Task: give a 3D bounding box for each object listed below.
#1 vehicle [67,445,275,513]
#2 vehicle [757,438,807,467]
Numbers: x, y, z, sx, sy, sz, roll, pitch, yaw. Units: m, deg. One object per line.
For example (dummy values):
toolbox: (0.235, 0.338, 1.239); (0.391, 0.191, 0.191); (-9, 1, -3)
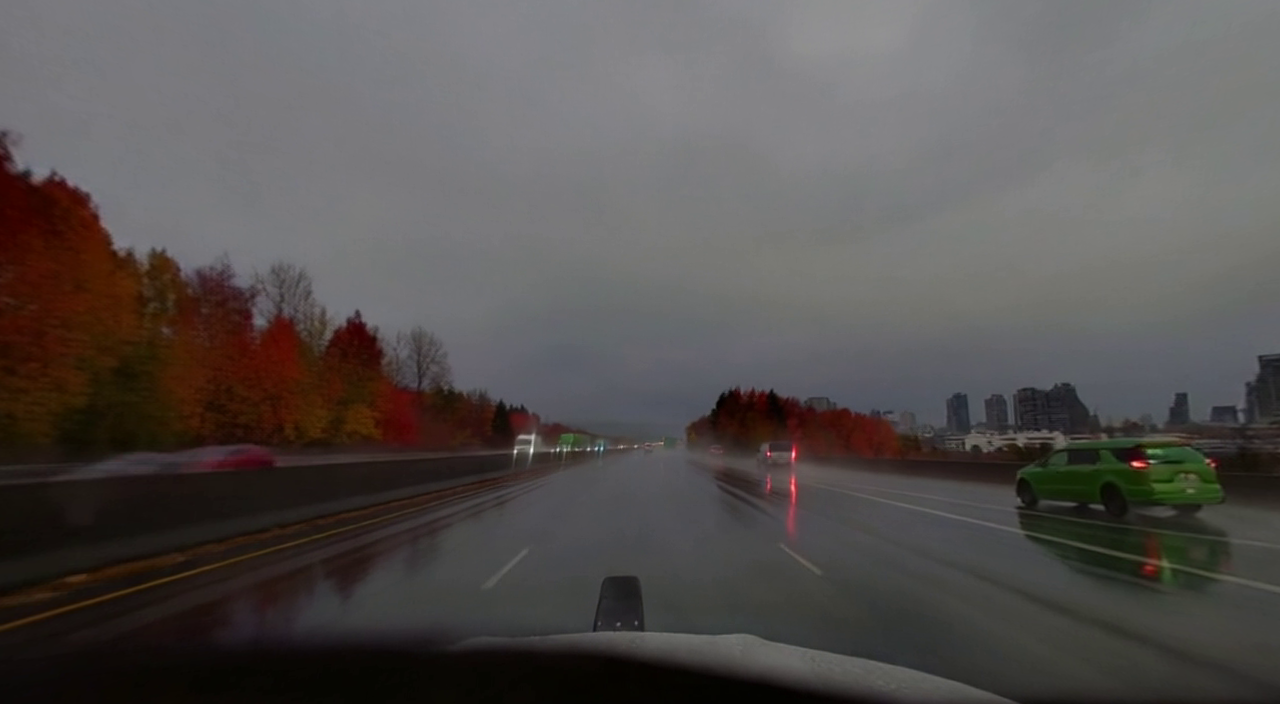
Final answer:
vehicle: (-11.851, 3.205, 16.324); (2.037, 1.490, 4.375); (0, -9, 0)
vehicle: (9.394, 6.694, 41.776); (2.034, 1.770, 4.637); (0, -9, -2)
